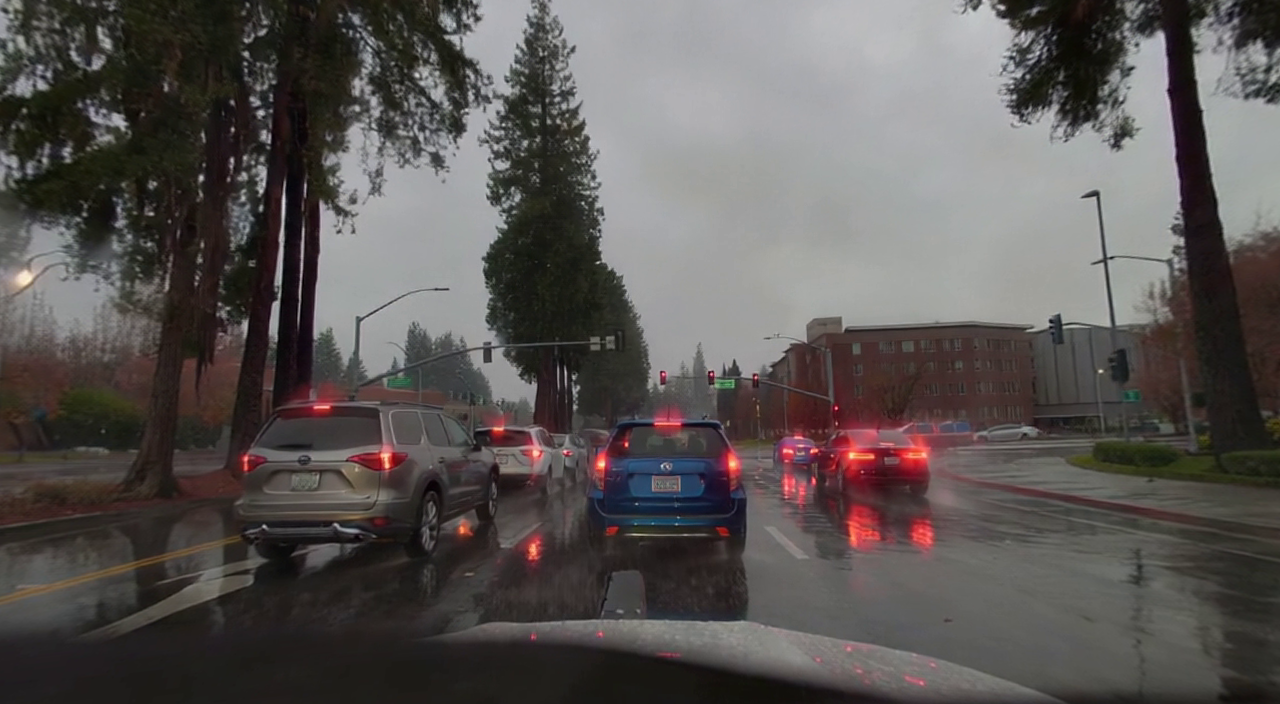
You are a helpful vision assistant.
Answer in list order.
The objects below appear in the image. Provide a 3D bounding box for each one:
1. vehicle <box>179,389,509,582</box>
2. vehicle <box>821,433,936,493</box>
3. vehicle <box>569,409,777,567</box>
[{"bbox_3d":[-3.257,1.579,8.191,2.085,1.812,4.388,0,-8,1],"label":"vehicle"},{"bbox_3d":[6.998,3.291,19.011,2.067,1.599,4.251,-1,-8,4],"label":"vehicle"},{"bbox_3d":[0.371,1.746,8.791,2.189,1.649,4.171,0,-8,1],"label":"vehicle"}]
